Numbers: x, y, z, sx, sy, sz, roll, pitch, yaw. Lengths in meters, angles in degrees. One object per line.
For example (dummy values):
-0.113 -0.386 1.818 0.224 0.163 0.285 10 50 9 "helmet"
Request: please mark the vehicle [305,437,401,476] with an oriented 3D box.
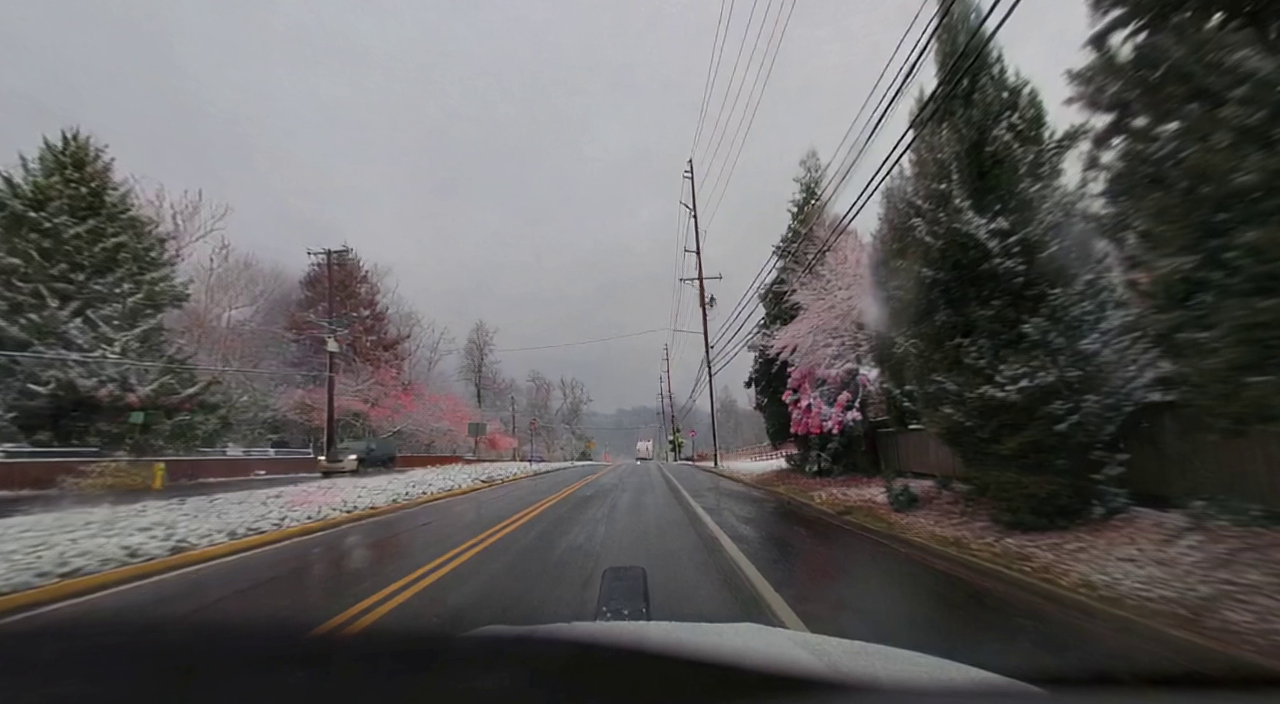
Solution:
-15.000 5.502 33.424 2.266 1.851 5.789 0 -8 1 "vehicle"
